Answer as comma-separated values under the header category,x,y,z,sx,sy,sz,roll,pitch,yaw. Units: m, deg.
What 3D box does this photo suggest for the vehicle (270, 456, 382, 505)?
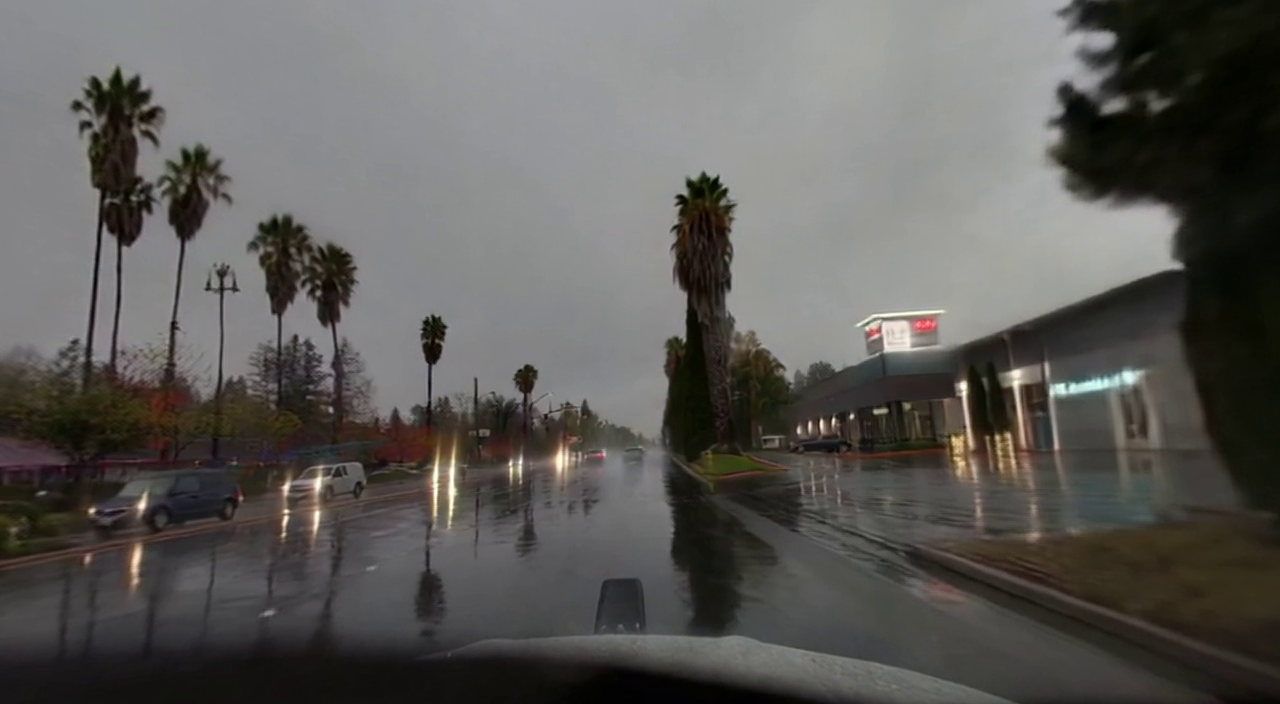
category,x,y,z,sx,sy,sz,roll,pitch,yaw
vehicle,-13.220,5.420,27.034,2.306,1.807,4.927,0,-9,-1

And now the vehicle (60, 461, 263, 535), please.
category,x,y,z,sx,sy,sz,roll,pitch,yaw
vehicle,-13.055,3.969,17.736,2.199,1.696,4.440,0,-9,0
